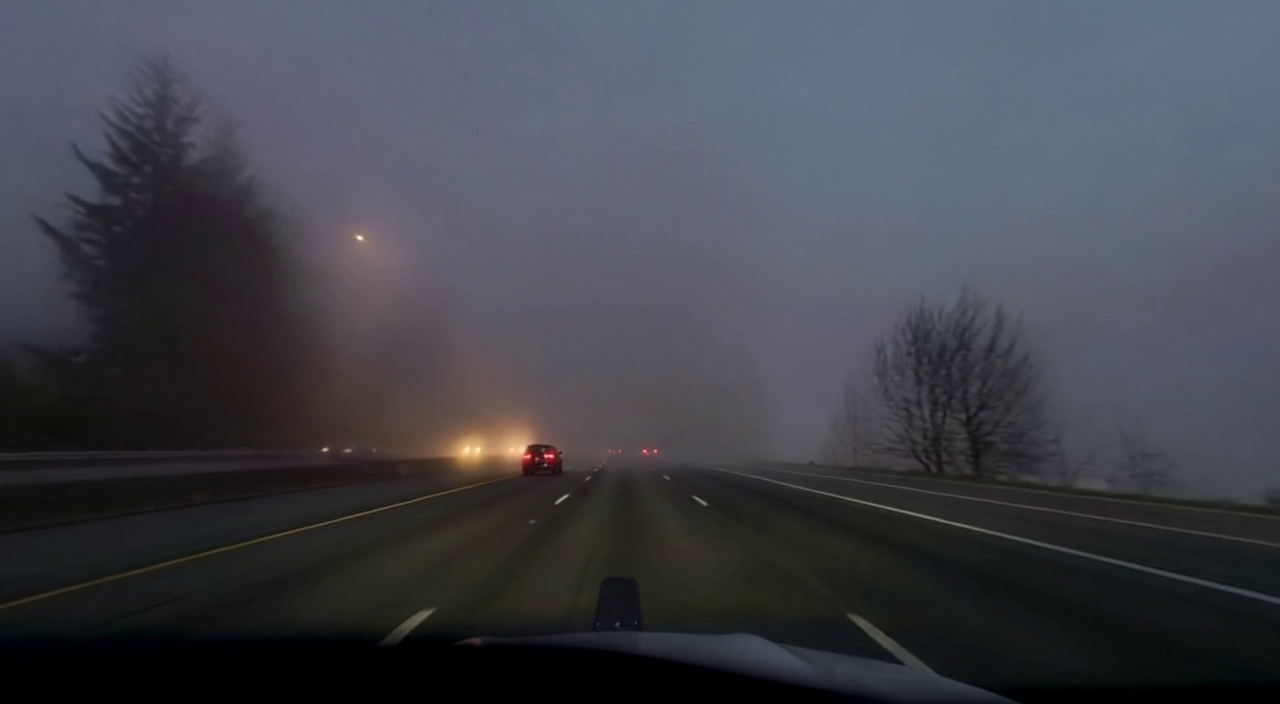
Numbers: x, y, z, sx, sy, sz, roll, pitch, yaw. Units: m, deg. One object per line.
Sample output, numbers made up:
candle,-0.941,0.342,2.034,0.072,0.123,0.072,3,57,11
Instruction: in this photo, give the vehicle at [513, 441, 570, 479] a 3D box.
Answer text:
vehicle,-4.488,4.998,29.156,2.071,1.615,3.868,0,-9,-1

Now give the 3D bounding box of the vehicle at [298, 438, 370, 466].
vehicle,-18.042,5.930,37.271,1.921,1.525,4.846,0,-9,-1
